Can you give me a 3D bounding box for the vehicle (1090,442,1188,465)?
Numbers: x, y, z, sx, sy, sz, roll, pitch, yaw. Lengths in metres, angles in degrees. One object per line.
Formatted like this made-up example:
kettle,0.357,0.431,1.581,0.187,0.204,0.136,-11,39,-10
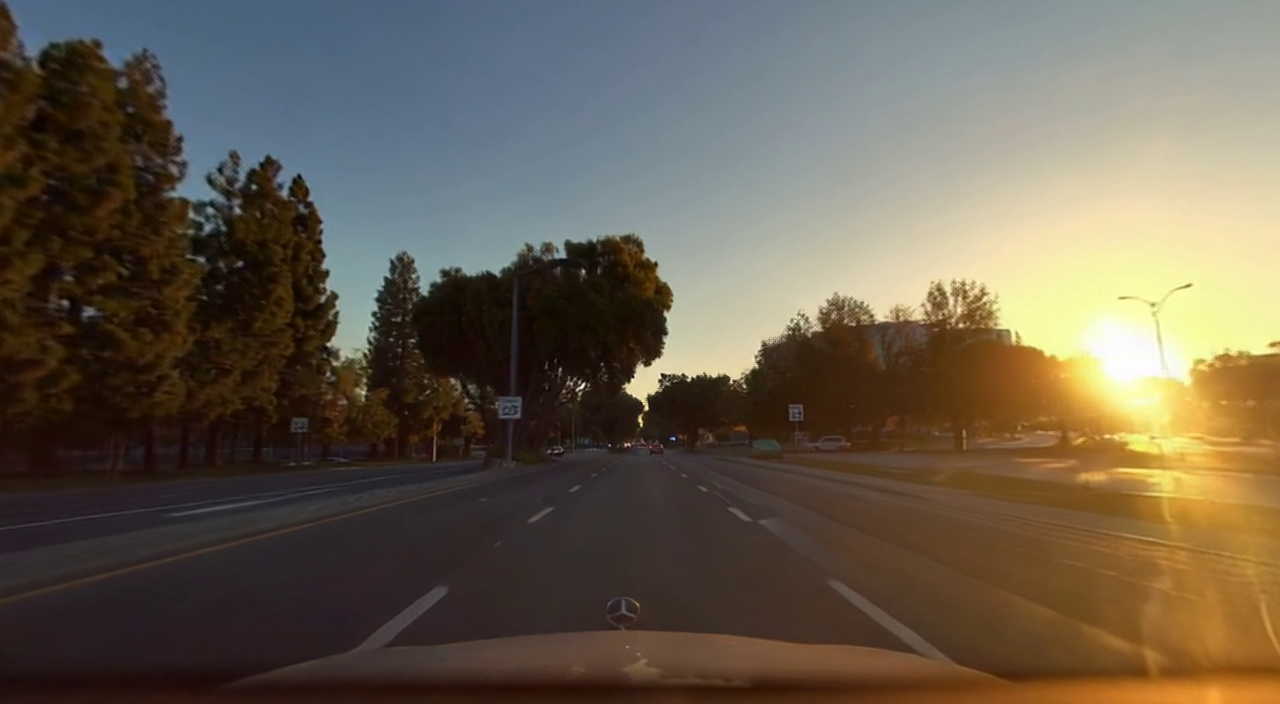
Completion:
vehicle,33.880,6.877,43.022,1.918,1.430,4.904,8,-11,-42
